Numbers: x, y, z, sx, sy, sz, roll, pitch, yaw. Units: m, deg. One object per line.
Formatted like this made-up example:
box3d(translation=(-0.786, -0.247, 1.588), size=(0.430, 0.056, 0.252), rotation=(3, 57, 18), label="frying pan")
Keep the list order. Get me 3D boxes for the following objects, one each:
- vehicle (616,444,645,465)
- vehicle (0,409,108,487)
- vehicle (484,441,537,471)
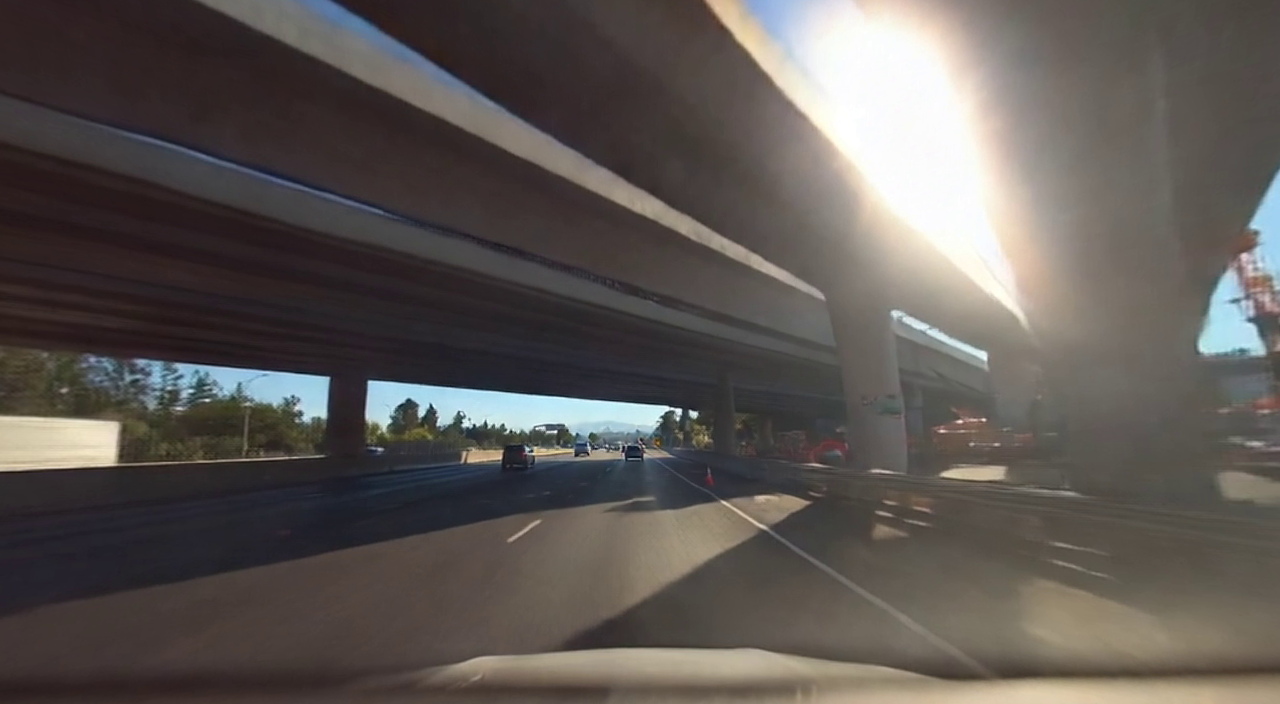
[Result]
box3d(translation=(-0.673, 7.465, 46.126), size=(2.051, 1.459, 4.092), rotation=(0, -8, -1), label="vehicle")
box3d(translation=(-28.853, 3.922, 25.860), size=(2.805, 3.309, 13.063), rotation=(0, -8, 0), label="vehicle")
box3d(translation=(-7.292, 5.908, 36.040), size=(2.128, 1.604, 4.279), rotation=(0, -8, 0), label="vehicle")
